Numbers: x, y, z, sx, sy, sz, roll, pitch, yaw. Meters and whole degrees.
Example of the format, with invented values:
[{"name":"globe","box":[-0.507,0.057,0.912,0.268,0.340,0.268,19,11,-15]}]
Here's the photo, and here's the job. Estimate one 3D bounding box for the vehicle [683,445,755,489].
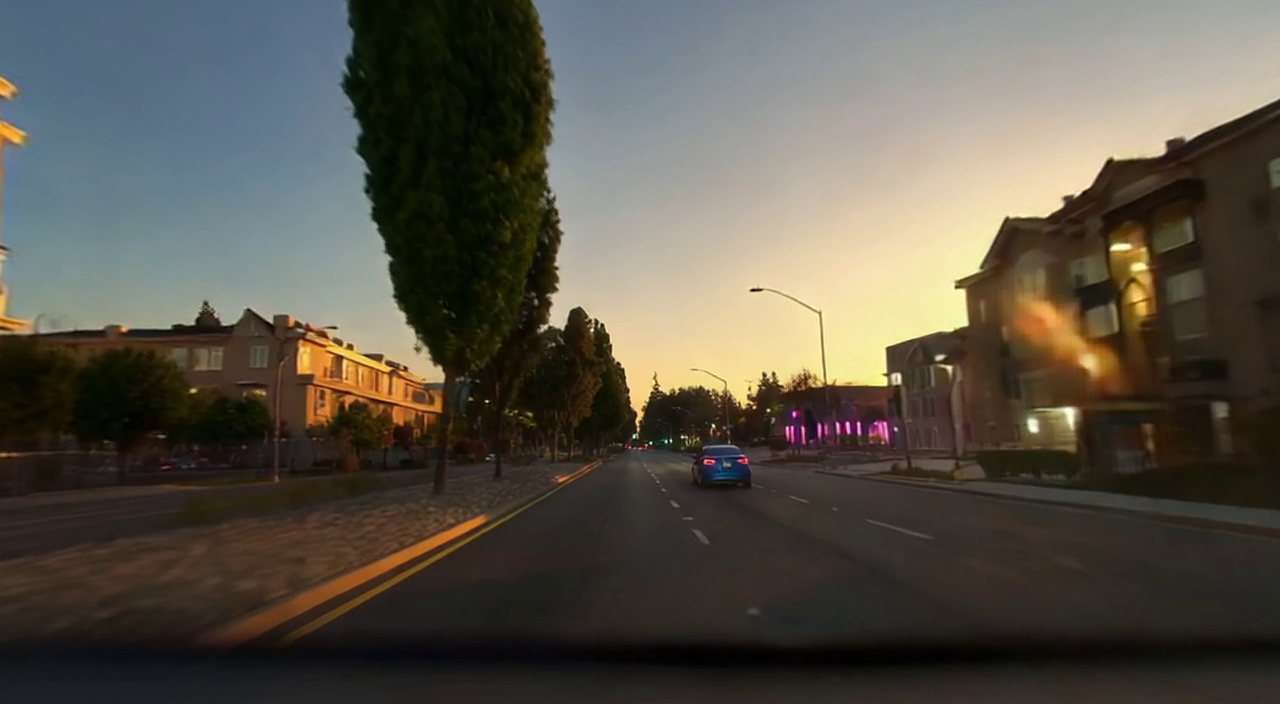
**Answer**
[{"name":"vehicle","box":[2.743,4.088,22.791,1.929,1.411,4.284,0,-8,-2]}]
